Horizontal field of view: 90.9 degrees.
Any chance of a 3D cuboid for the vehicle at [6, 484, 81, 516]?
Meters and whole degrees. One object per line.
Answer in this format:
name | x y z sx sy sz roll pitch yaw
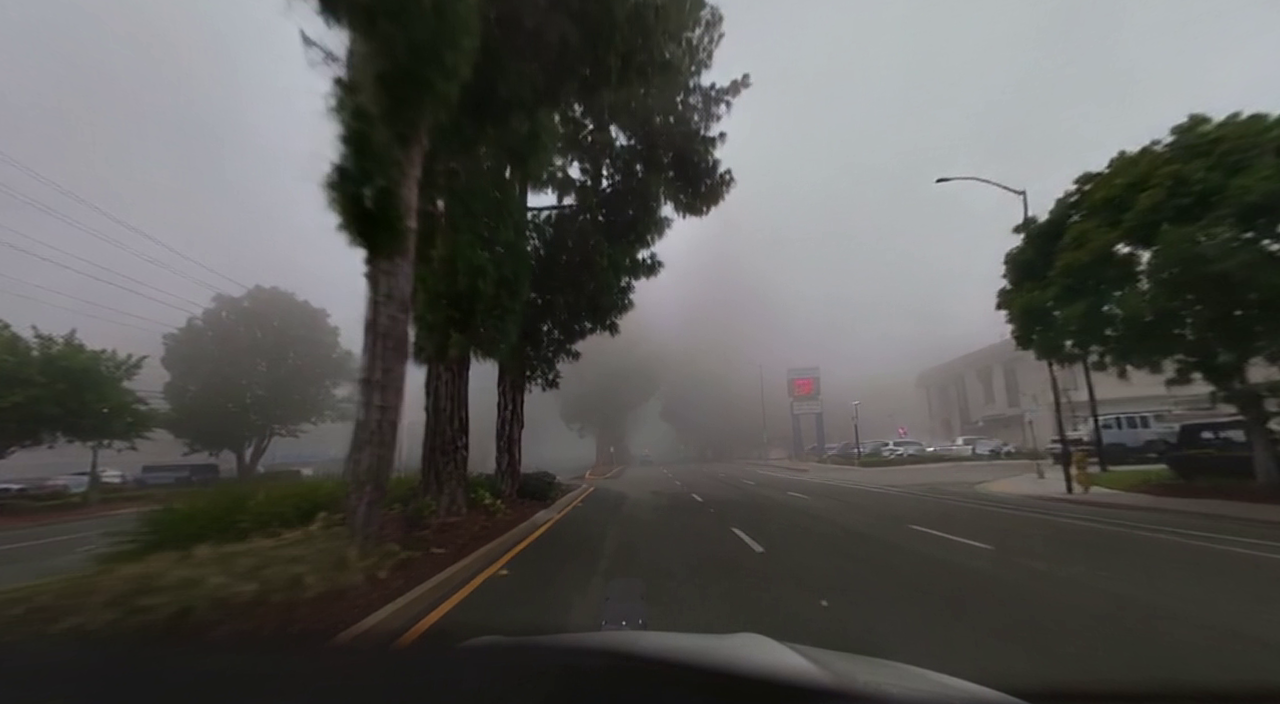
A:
vehicle | -40.711 10.104 43.083 3.731 1.455 1.697 -10 -10 5
